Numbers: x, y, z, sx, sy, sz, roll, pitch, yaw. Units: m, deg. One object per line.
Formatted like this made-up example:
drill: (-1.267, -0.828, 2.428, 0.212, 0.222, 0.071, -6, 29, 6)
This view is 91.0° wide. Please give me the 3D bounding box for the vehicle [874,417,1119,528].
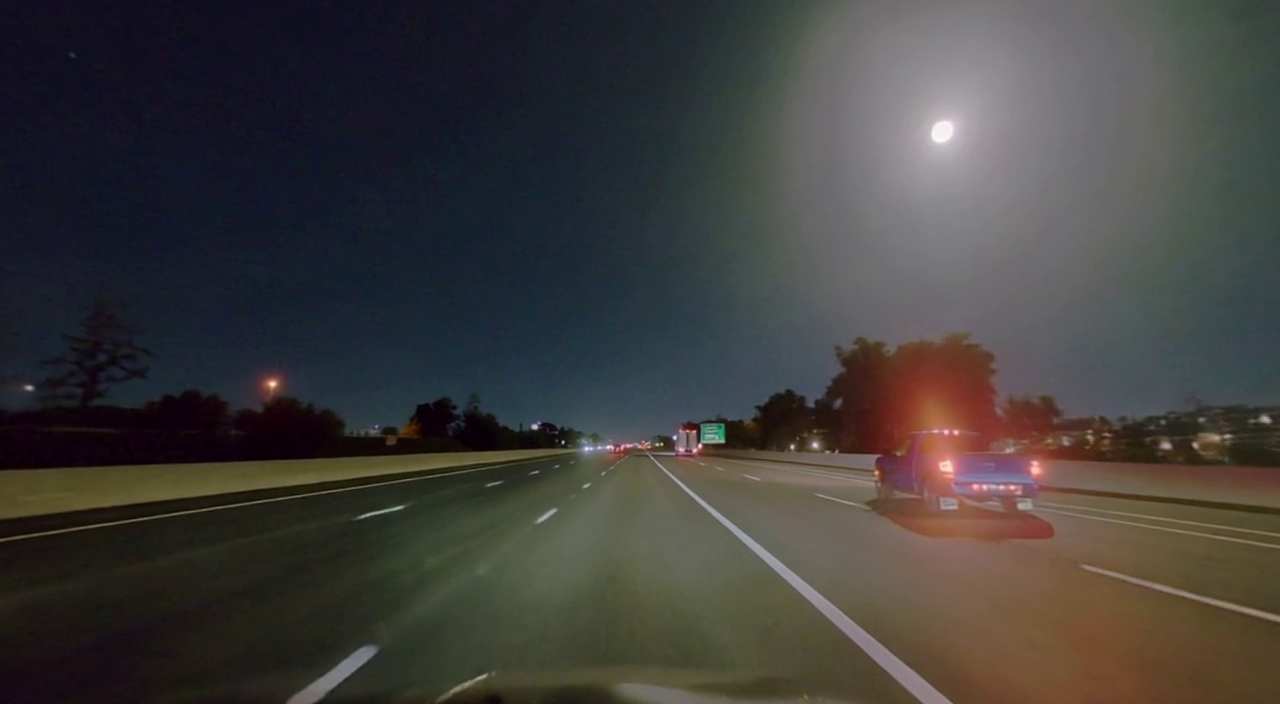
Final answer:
vehicle: (6.626, 2.289, 12.515, 2.096, 1.767, 4.601, 0, -9, -1)
